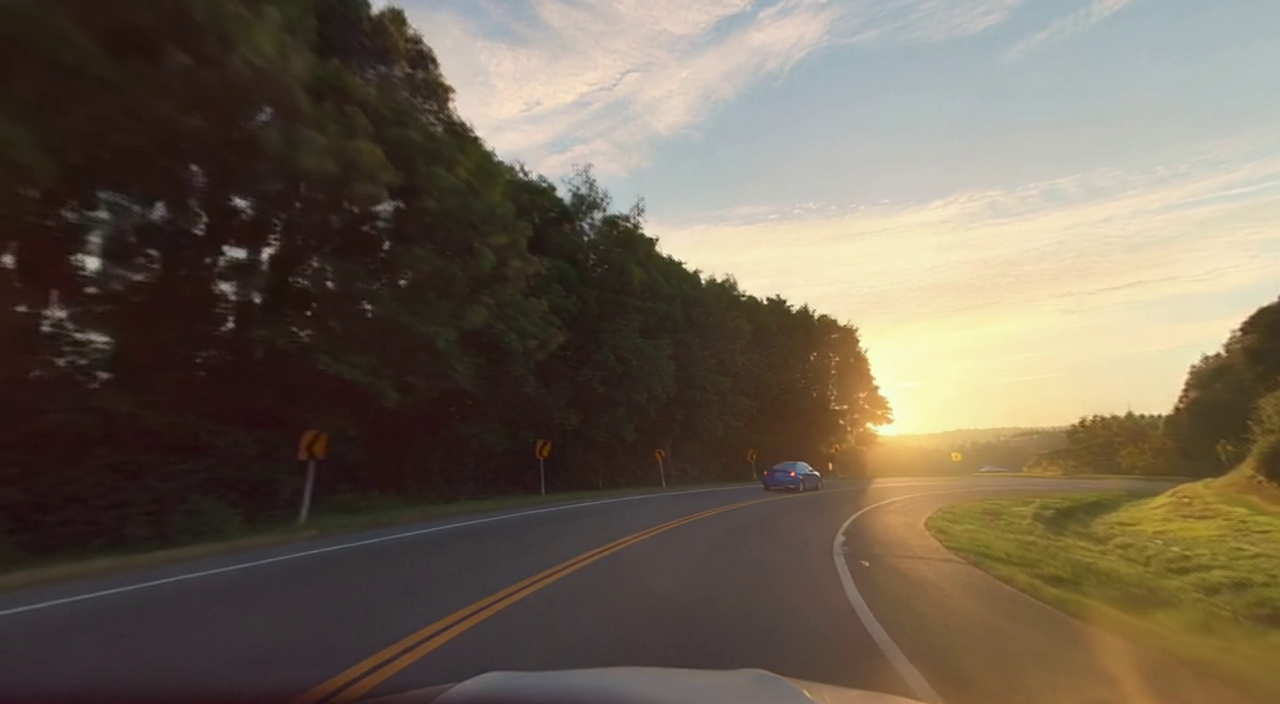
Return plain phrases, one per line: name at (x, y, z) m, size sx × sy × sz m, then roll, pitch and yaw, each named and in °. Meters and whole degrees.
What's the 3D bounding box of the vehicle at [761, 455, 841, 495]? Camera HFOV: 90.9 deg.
vehicle at (7.472, 5.627, 28.972) m, size 1.997 × 1.692 × 4.422 m, roll -7°, pitch -13°, yaw 36°
